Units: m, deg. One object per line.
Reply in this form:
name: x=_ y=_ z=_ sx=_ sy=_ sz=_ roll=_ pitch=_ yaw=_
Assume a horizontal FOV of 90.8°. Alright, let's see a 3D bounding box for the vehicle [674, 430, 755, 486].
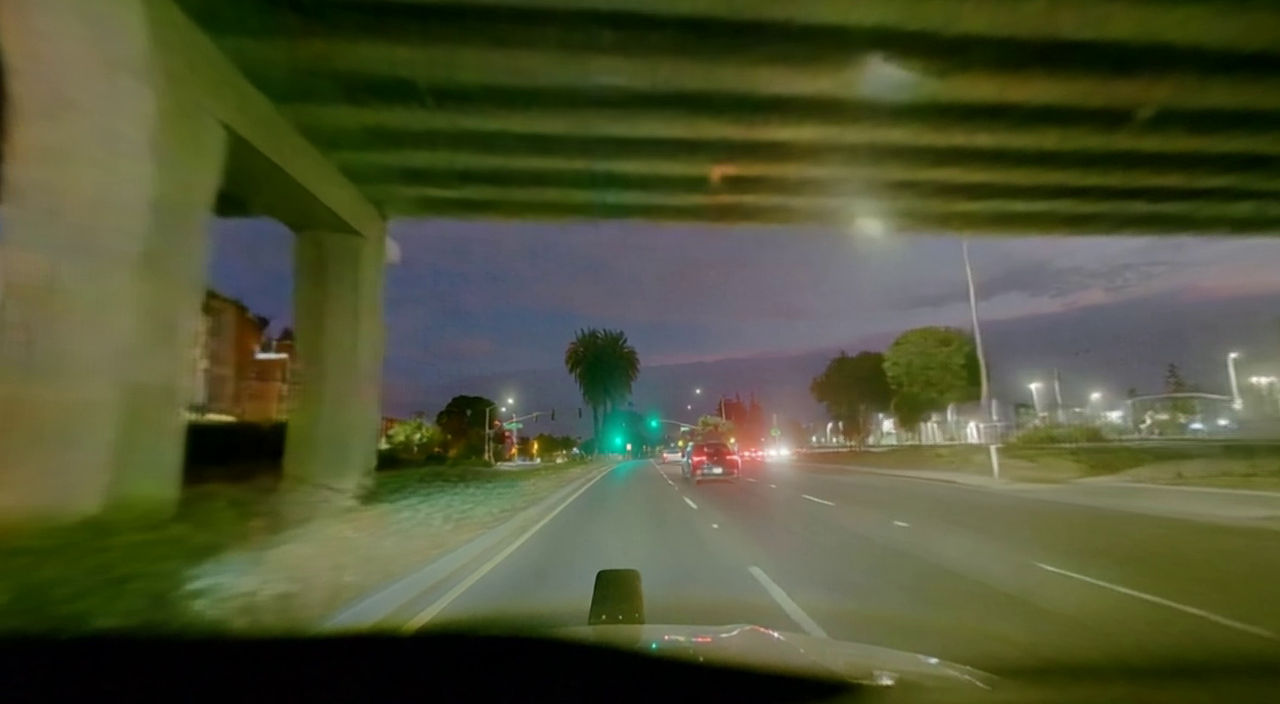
vehicle: x=2.856 y=4.298 z=25.858 sx=2.559 sy=2.017 sz=5.562 roll=0 pitch=-9 yaw=-1
